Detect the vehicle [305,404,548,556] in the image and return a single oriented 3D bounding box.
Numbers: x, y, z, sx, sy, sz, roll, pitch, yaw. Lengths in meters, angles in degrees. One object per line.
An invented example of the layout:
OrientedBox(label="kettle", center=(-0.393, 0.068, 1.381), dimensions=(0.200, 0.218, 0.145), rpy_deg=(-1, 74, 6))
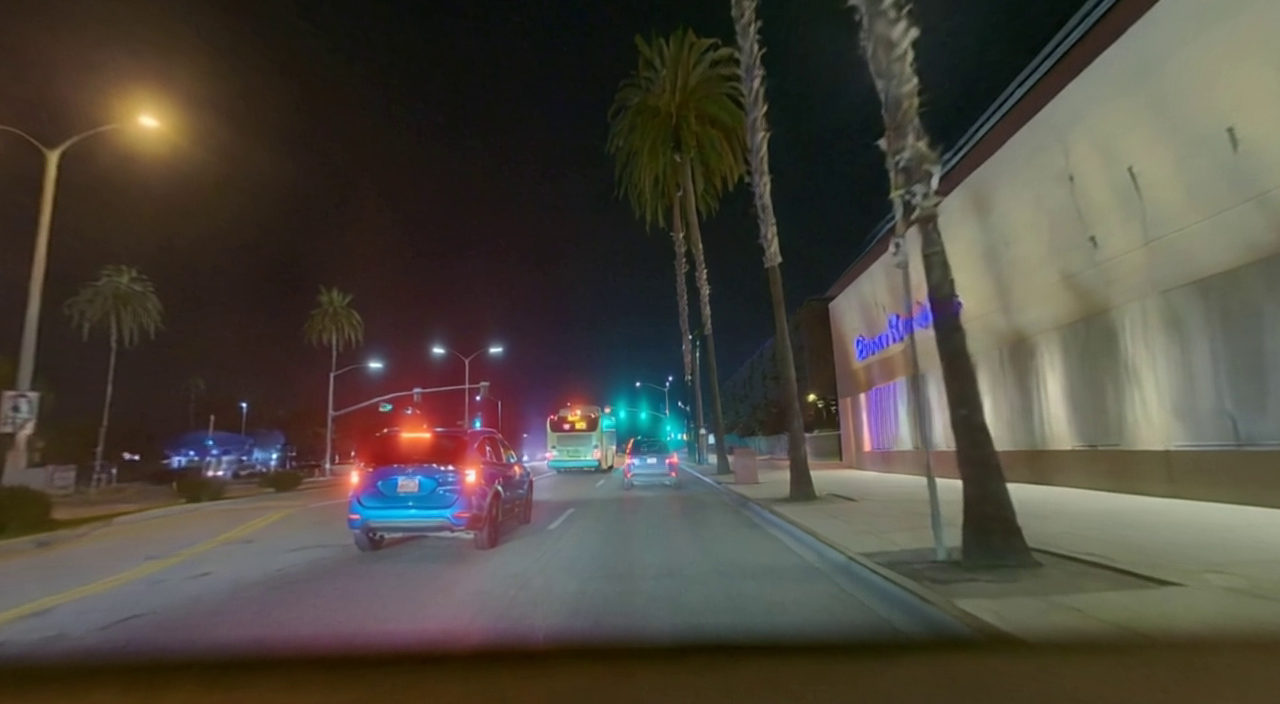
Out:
OrientedBox(label="vehicle", center=(-2.894, 1.868, 9.906), dimensions=(2.124, 1.799, 4.587), rpy_deg=(0, -8, 1))

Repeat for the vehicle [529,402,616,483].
OrientedBox(label="vehicle", center=(-2.714, 4.049, 28.200), dimensions=(2.775, 3.064, 8.297), rpy_deg=(-1, -8, 2))

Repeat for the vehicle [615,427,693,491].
OrientedBox(label="vehicle", center=(0.385, 3.229, 19.271), dimensions=(2.120, 1.727, 3.917), rpy_deg=(0, -8, 0))
